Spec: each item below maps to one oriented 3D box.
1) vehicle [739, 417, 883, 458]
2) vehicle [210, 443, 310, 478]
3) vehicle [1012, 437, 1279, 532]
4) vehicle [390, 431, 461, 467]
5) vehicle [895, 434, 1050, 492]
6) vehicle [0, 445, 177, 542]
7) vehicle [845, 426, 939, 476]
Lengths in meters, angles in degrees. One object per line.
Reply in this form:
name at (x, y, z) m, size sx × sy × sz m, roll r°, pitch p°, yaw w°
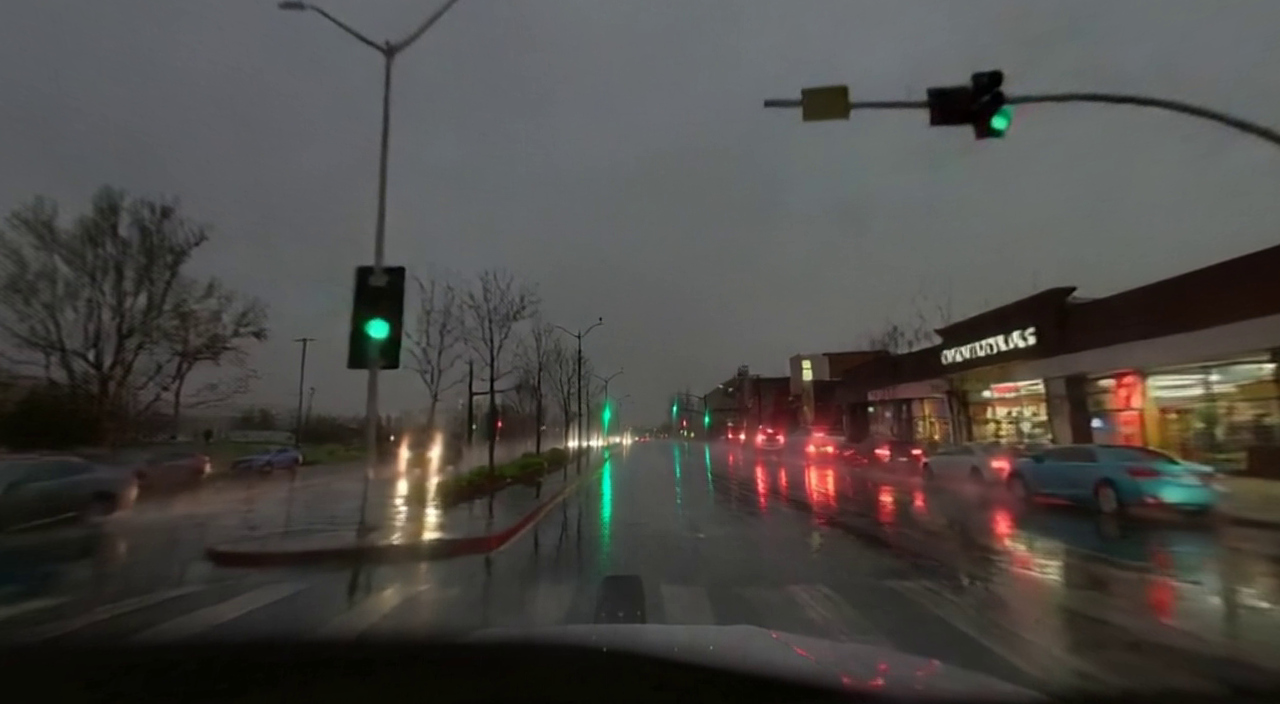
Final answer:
vehicle at (9.819, 5.177, 37.510) m, size 6.229 × 2.004 × 6.552 m, roll -1°, pitch -9°, yaw -6°
vehicle at (-18.036, 5.147, 30.262) m, size 1.951 × 1.524 × 4.409 m, roll 0°, pitch -9°, yaw 1°
vehicle at (9.677, 2.454, 12.402) m, size 1.948 × 1.483 × 4.645 m, roll 0°, pitch -8°, yaw 1°
vehicle at (-11.013, 5.009, 32.797) m, size 2.027 × 1.722 × 4.471 m, roll 0°, pitch -8°, yaw 0°
vehicle at (9.781, 3.296, 19.143) m, size 1.913 × 1.492 × 4.787 m, roll 0°, pitch -9°, yaw -3°
vehicle at (-10.977, 2.417, 11.233) m, size 1.943 × 1.501 × 4.626 m, roll 0°, pitch -8°, yaw 0°
vehicle at (9.926, 3.928, 25.294) m, size 1.925 × 1.808 × 4.255 m, roll 0°, pitch -9°, yaw 0°
